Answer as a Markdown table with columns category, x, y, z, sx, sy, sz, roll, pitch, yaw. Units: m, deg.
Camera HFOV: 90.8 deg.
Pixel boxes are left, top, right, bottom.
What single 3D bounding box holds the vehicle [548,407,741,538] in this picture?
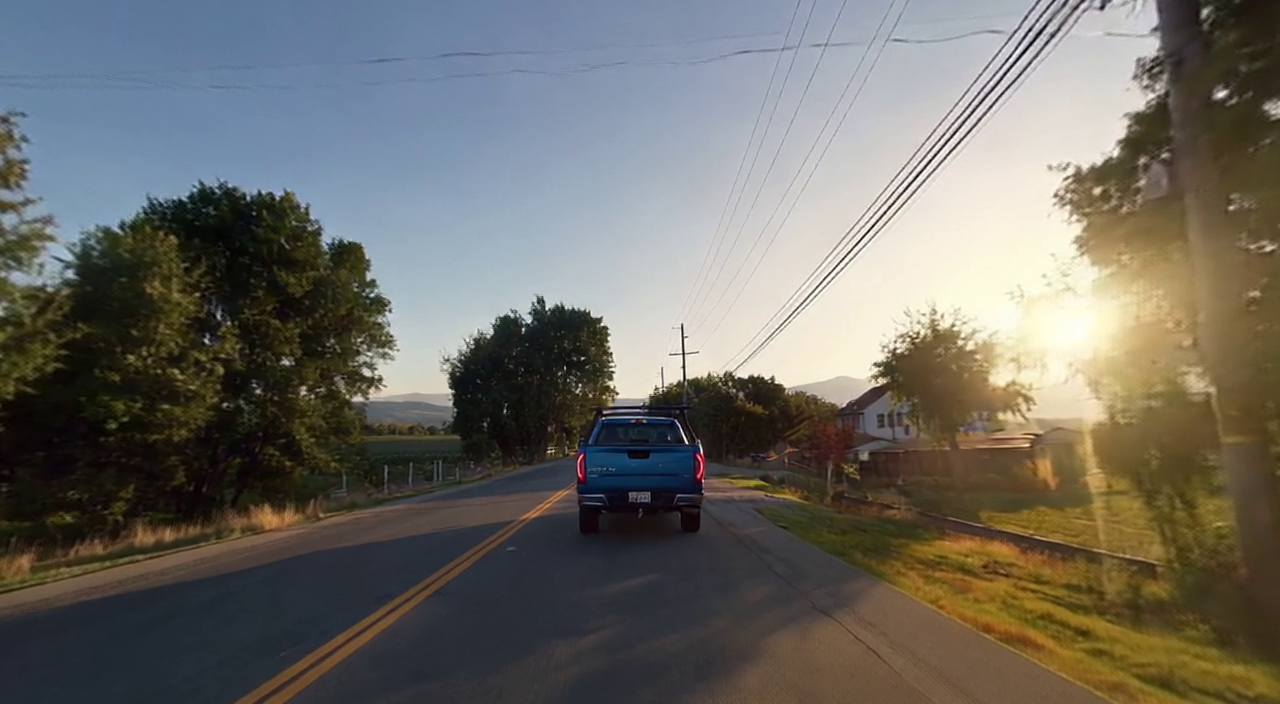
| category | x | y | z | sx | sy | sz | roll | pitch | yaw |
| --- | --- | --- | --- | --- | --- | --- | --- | --- | --- |
| vehicle | 0.018 | 2.178 | 12.128 | 2.774 | 1.861 | 5.885 | 0 | -8 | -1 |
